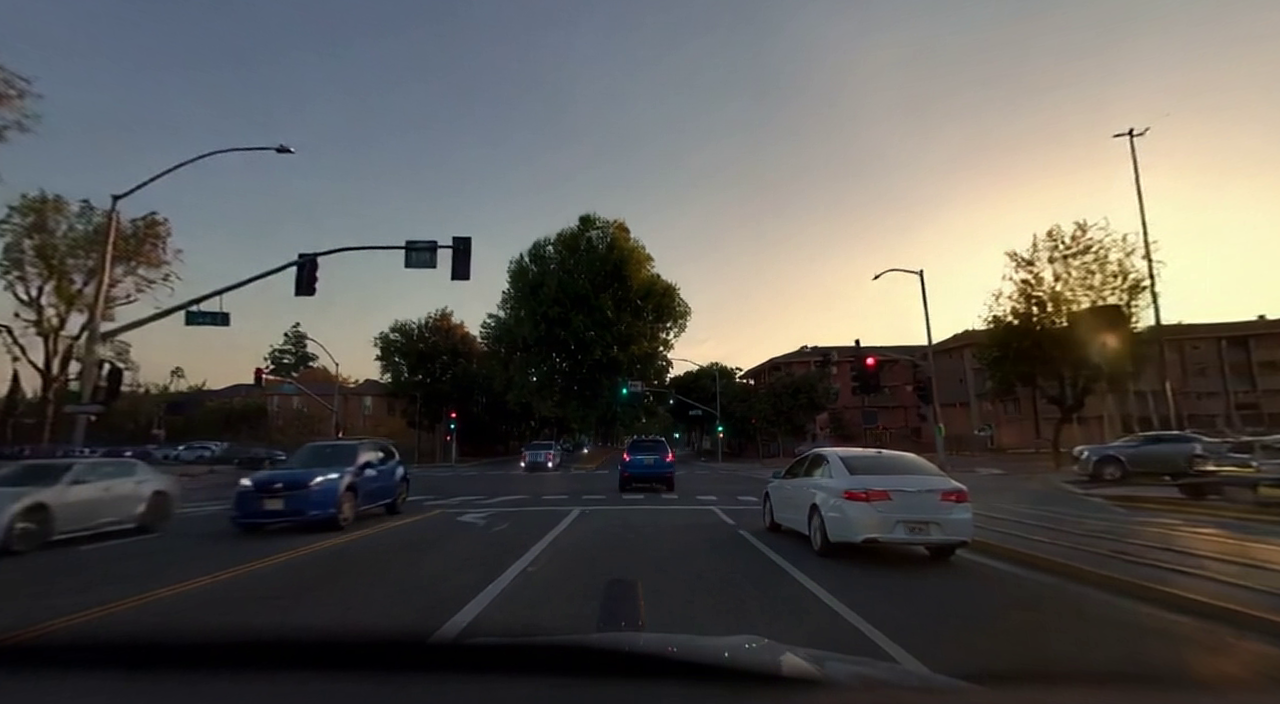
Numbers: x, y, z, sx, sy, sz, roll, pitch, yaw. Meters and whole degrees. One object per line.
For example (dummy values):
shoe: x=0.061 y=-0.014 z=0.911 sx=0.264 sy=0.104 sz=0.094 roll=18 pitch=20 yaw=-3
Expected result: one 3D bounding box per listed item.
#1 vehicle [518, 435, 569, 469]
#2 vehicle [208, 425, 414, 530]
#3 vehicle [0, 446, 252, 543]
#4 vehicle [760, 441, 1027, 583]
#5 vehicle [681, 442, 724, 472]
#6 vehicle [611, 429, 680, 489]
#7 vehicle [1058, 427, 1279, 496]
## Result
vehicle: x=-6.156 y=6.440 z=40.659 sx=2.374 sy=2.031 sz=5.737 roll=0 pitch=-8 yaw=0
vehicle: x=-6.656 y=2.554 z=13.422 sx=1.957 sy=1.836 sz=4.434 roll=0 pitch=-8 yaw=0
vehicle: x=-10.380 y=2.713 z=12.761 sx=1.943 sy=1.552 sz=4.670 roll=0 pitch=-8 yaw=0
vehicle: x=3.123 y=2.028 z=8.923 sx=1.900 sy=1.478 sz=4.425 roll=0 pitch=-8 yaw=-1
vehicle: x=3.733 y=6.346 z=38.211 sx=2.138 sy=1.729 sz=4.178 roll=0 pitch=-8 yaw=-1
vehicle: x=0.166 y=3.846 z=22.918 sx=2.296 sy=1.947 sz=4.168 roll=0 pitch=-8 yaw=0
vehicle: x=13.597 y=2.743 z=15.890 sx=4.507 sy=1.610 sz=2.045 roll=0 pitch=-8 yaw=0
